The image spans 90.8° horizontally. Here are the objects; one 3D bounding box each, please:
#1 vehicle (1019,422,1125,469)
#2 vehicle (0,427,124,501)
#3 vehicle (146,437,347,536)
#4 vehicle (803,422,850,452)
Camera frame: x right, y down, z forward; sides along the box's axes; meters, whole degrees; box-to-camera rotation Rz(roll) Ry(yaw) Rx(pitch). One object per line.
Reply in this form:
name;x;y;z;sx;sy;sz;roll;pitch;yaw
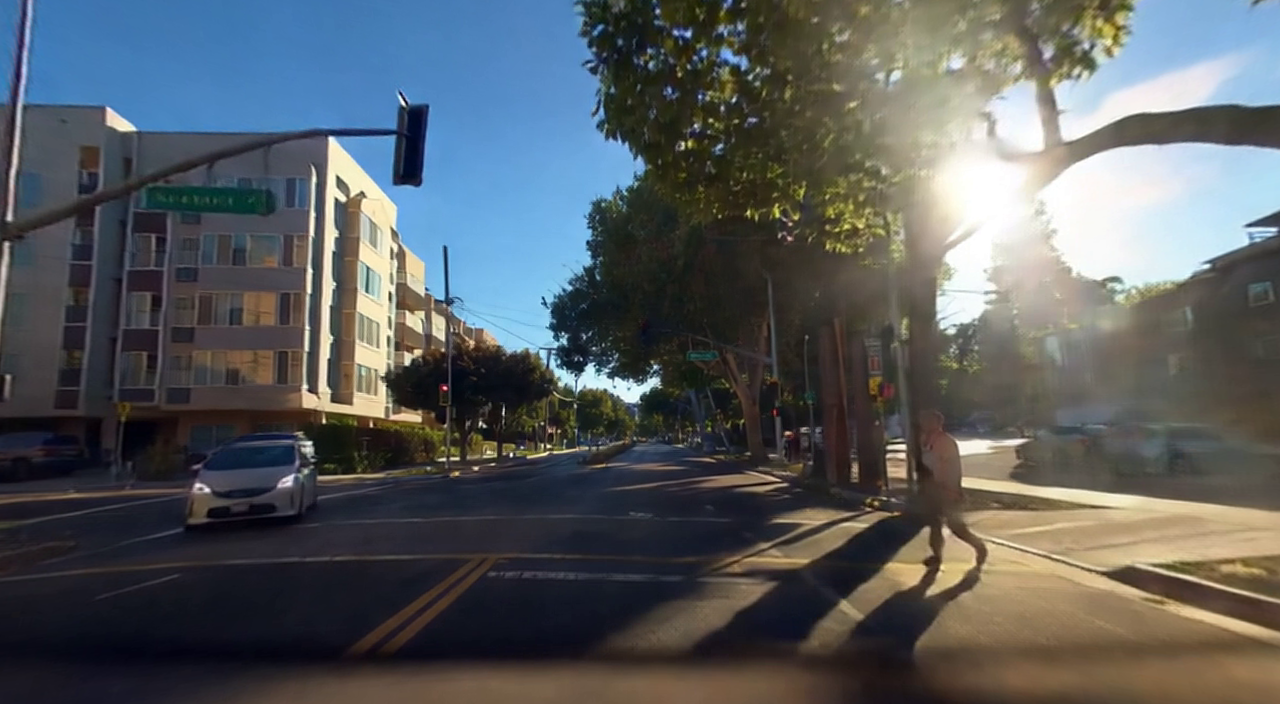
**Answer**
vehicle;17.124;3.760;25.314;2.013;1.722;4.007;-2;-9;12
vehicle;-17.561;3.117;17.334;4.804;1.842;2.171;-2;-8;-2
vehicle;-7.151;2.373;11.347;4.135;1.424;1.945;-12;-14;42
vehicle;11.447;5.296;39.035;1.950;1.714;4.245;-1;-9;6
